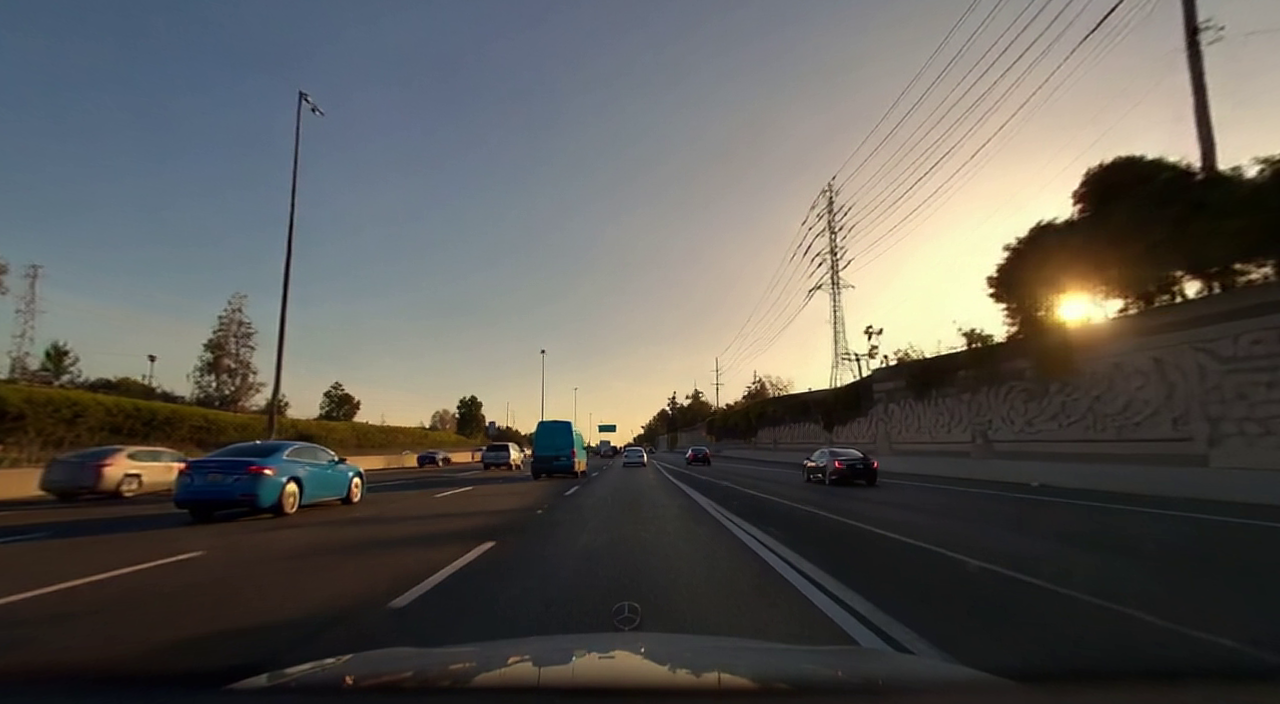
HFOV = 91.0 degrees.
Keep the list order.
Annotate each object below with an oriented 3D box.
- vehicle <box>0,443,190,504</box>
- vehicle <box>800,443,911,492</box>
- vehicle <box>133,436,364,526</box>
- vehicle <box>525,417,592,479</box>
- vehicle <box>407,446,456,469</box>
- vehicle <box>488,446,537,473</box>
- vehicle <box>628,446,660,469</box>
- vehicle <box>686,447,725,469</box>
[{"bbox_3d":[-15.510,3.375,17.965,1.968,1.484,4.599,0,-9,0],"label":"vehicle"},{"bbox_3d":[7.148,3.851,21.422,2.052,1.470,4.364,0,-9,-3],"label":"vehicle"},{"bbox_3d":[-7.746,2.564,13.143,1.967,1.525,4.458,0,-9,-1],"label":"vehicle"},{"bbox_3d":[-3.746,4.589,30.141,2.395,2.660,5.827,0,-9,0],"label":"vehicle"},{"bbox_3d":[-15.146,7.671,45.932,1.937,1.523,4.708,0,-9,0],"label":"vehicle"},{"bbox_3d":[-7.351,6.225,36.691,1.944,1.490,4.442,0,-9,0],"label":"vehicle"},{"bbox_3d":[0.234,7.504,44.910,2.084,1.492,4.137,0,-9,-2],"label":"vehicle"},{"bbox_3d":[4.620,7.567,45.189,2.095,1.504,4.536,0,-9,-2],"label":"vehicle"}]
